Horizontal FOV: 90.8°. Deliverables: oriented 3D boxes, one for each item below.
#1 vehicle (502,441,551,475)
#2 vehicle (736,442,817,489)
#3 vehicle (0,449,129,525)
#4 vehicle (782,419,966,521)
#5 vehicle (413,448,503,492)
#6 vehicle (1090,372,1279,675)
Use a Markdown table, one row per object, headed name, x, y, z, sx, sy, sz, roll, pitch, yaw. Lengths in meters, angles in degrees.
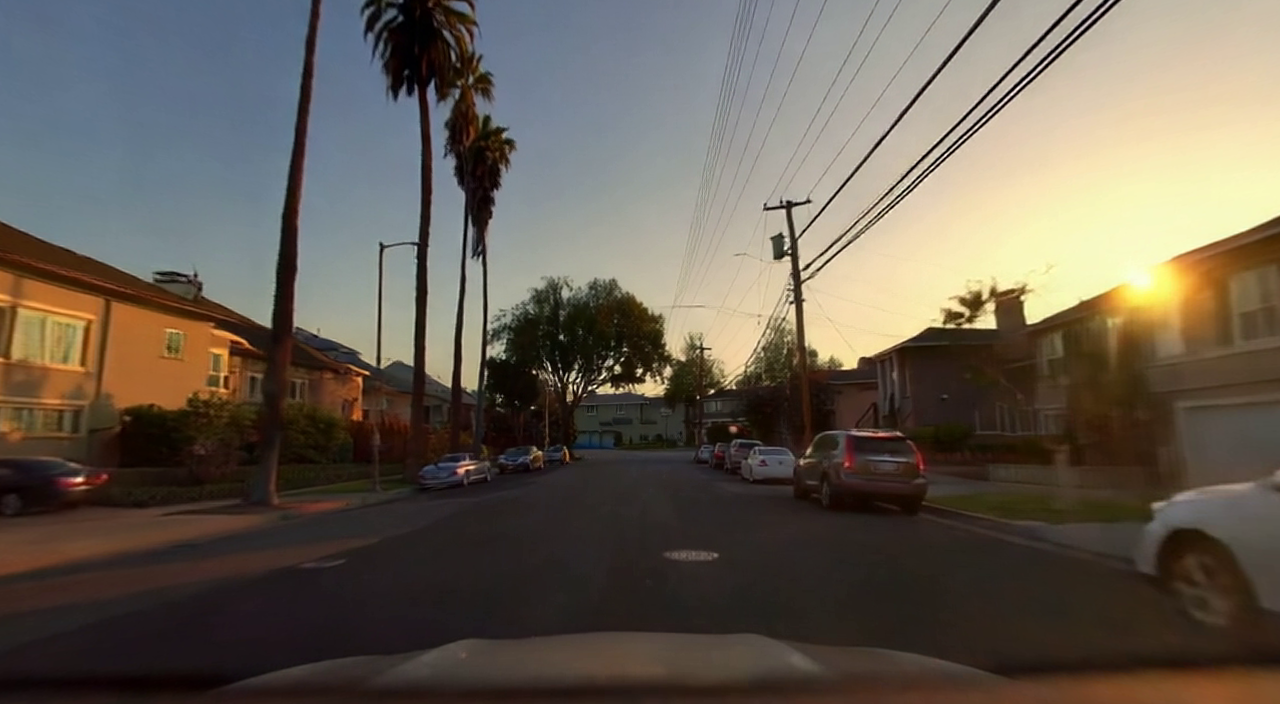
| name | x | y | z | sx | sy | sz | roll | pitch | yaw |
| --- | --- | --- | --- | --- | --- | --- | --- | --- | --- |
| vehicle | -7.042 | 6.611 | 39.716 | 2.077 | 1.888 | 4.551 | -2 | -8 | 2 |
| vehicle | 4.881 | 4.105 | 23.225 | 1.795 | 1.424 | 4.327 | -4 | -8 | -2 |
| vehicle | -14.138 | 2.910 | 13.802 | 4.305 | 1.505 | 1.793 | 0 | -8 | 0 |
| vehicle | 4.792 | 2.495 | 13.947 | 2.115 | 1.826 | 4.871 | 0 | -8 | -1 |
| vehicle | -6.960 | 4.536 | 24.714 | 2.013 | 1.483 | 4.645 | -1 | -8 | 2 |
| vehicle | 4.767 | 0.873 | 2.817 | 1.922 | 1.761 | 4.633 | 0 | -8 | -2 |
